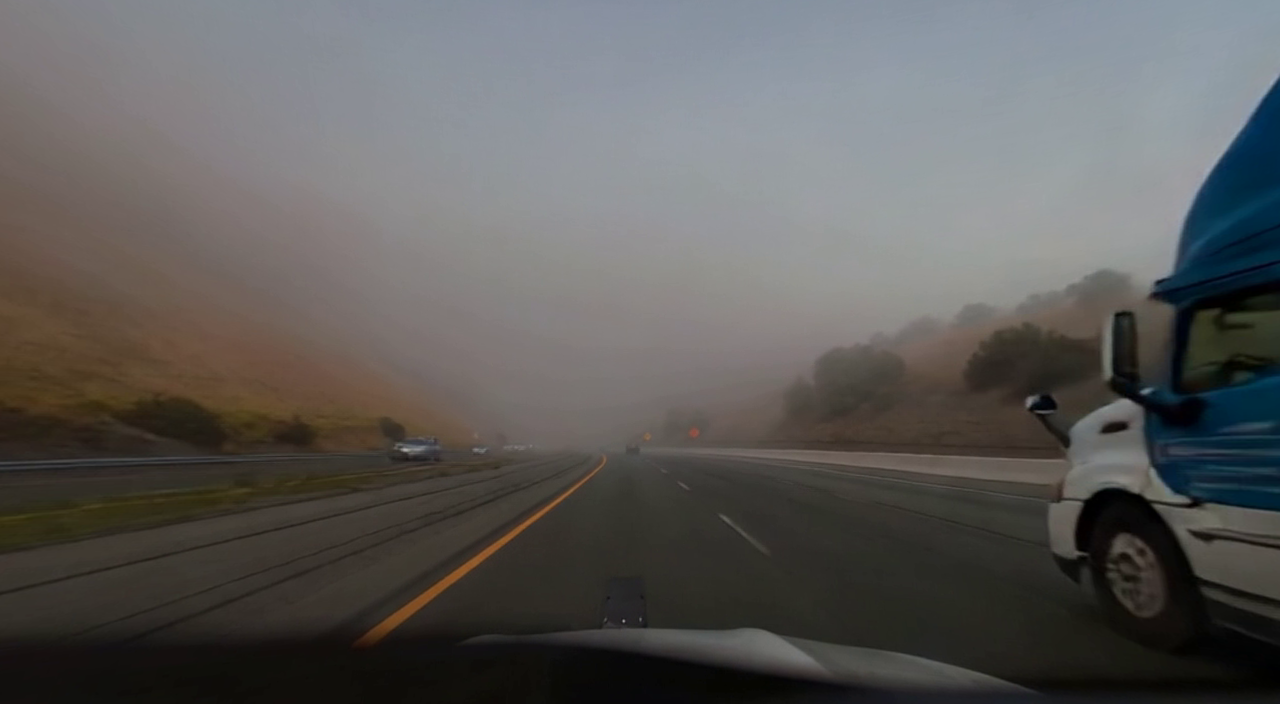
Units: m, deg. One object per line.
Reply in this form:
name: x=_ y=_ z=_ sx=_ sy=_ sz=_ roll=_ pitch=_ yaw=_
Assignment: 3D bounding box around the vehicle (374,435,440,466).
vehicle: x=-15.277 y=6.475 z=41.745 sx=2.249 sy=1.861 sz=5.837 roll=0 pitch=-8 yaw=-1
